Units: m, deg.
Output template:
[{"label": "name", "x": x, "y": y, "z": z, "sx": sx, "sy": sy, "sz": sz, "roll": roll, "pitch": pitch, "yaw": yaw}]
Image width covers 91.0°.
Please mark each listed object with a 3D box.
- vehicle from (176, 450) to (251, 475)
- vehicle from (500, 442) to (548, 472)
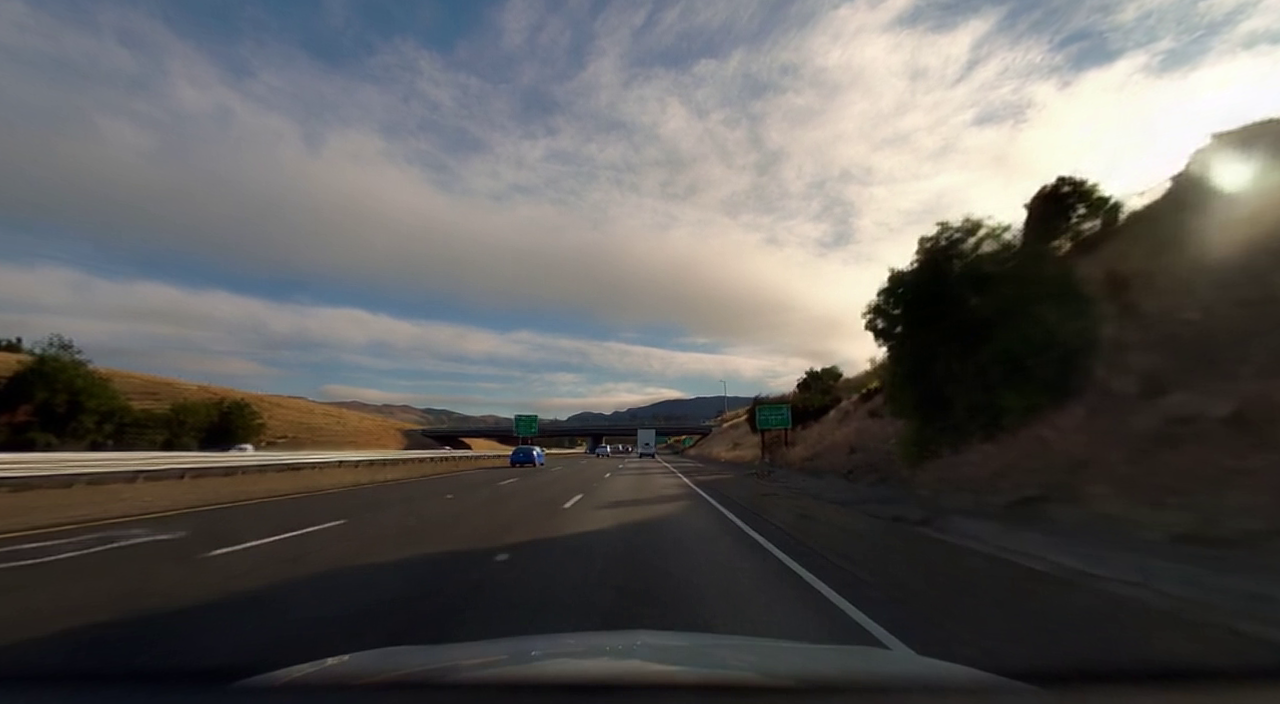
[{"label": "vehicle", "x": -31.741, "y": 8.200, "z": 47.097, "sx": 2.027, "sy": 1.720, "sz": 4.965, "roll": 0, "pitch": -9, "yaw": 1}, {"label": "vehicle", "x": -7.121, "y": 6.486, "z": 39.084, "sx": 2.070, "sy": 1.738, "sz": 4.733, "roll": 0, "pitch": -9, "yaw": 0}]
